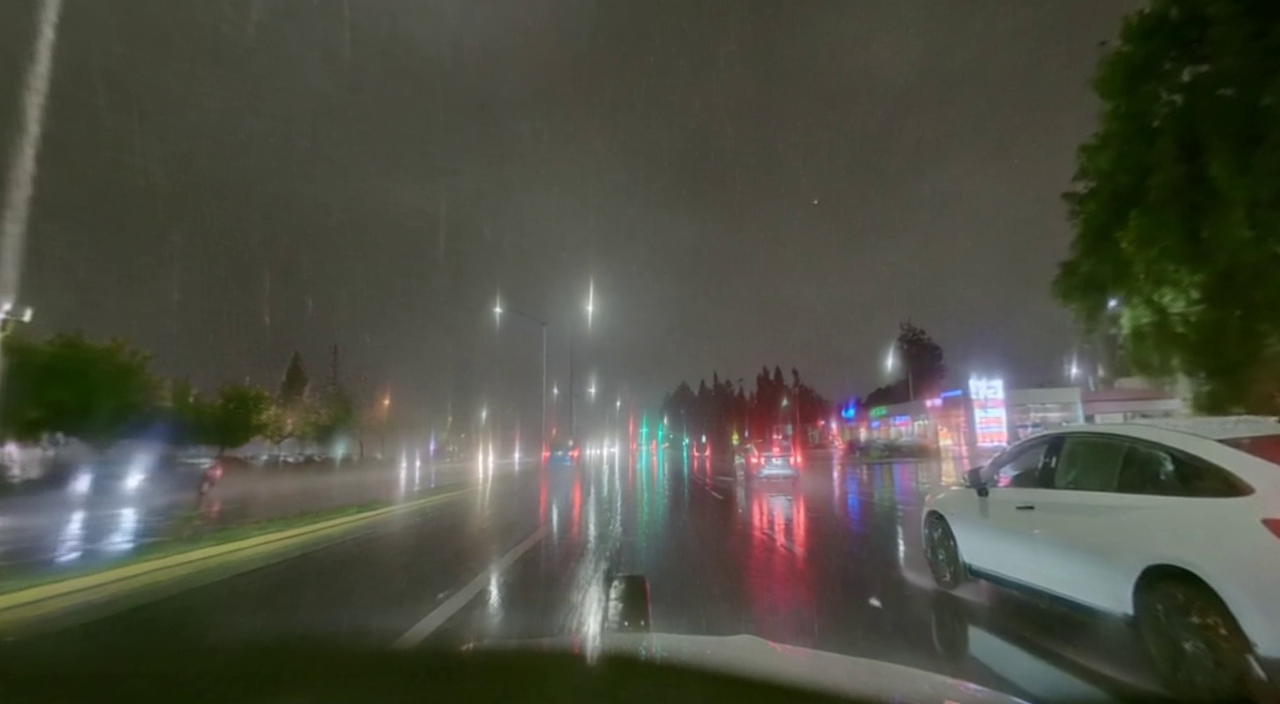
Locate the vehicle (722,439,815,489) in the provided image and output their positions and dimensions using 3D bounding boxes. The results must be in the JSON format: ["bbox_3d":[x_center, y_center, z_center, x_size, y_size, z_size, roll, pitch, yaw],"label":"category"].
[{"bbox_3d":[4.131,3.672,21.102,2.036,1.480,4.659,0,-8,-1],"label":"vehicle"}]

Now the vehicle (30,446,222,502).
[{"bbox_3d":[-19.508,4.612,24.468,2.501,1.862,5.754,-1,-8,2],"label":"vehicle"}]

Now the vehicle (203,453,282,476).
[{"bbox_3d":[-30.396,8.592,48.339,1.998,1.623,4.681,-4,-9,23],"label":"vehicle"}]

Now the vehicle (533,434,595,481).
[{"bbox_3d":[-3.000,4.282,25.797,1.981,1.731,4.360,0,-8,1],"label":"vehicle"}]

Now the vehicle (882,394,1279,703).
[{"bbox_3d":[3.527,1.164,4.175,1.976,1.491,4.714,0,-8,0],"label":"vehicle"}]
